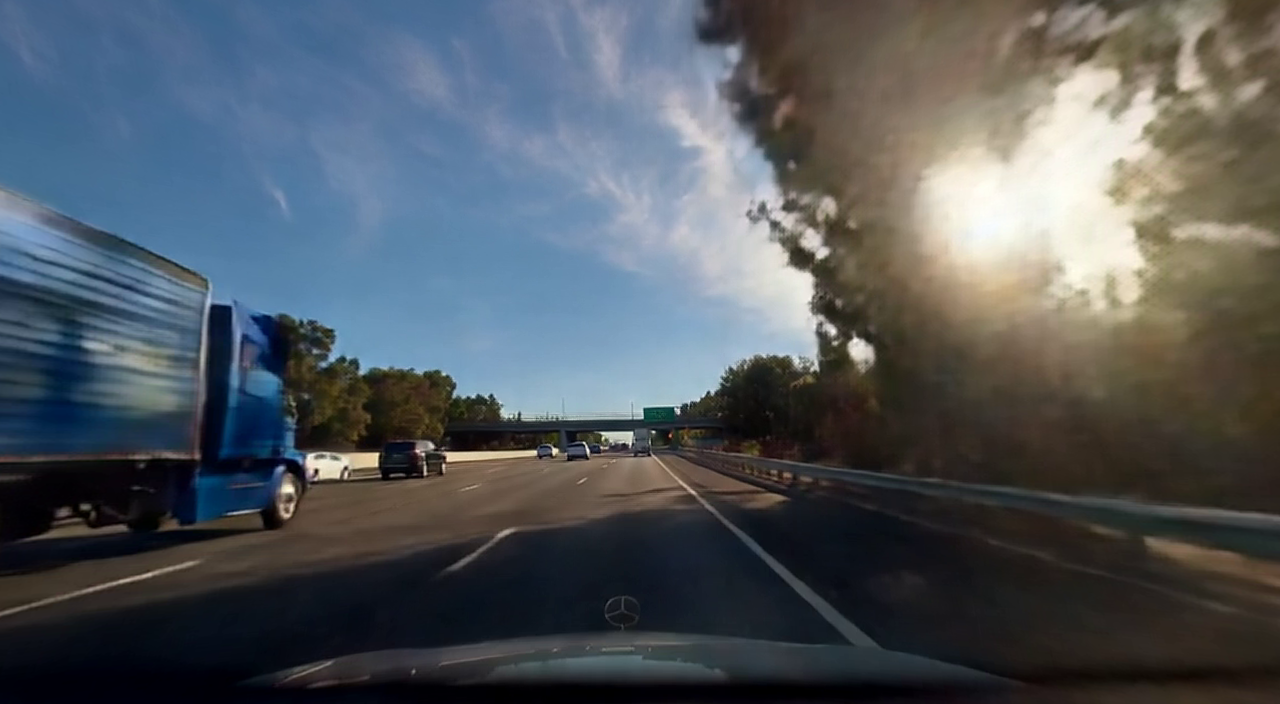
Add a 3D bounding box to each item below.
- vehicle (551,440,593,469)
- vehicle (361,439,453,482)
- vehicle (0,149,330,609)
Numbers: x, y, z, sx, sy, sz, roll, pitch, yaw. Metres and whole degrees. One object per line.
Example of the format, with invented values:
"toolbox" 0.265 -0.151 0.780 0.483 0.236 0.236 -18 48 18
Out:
"vehicle" -4.138 6.290 38.866 2.094 1.695 4.260 0 -9 0
"vehicle" -10.478 4.911 28.897 2.146 1.764 5.510 0 -9 0
"vehicle" -7.089 0.282 5.675 3.303 3.868 10.298 0 -9 0
